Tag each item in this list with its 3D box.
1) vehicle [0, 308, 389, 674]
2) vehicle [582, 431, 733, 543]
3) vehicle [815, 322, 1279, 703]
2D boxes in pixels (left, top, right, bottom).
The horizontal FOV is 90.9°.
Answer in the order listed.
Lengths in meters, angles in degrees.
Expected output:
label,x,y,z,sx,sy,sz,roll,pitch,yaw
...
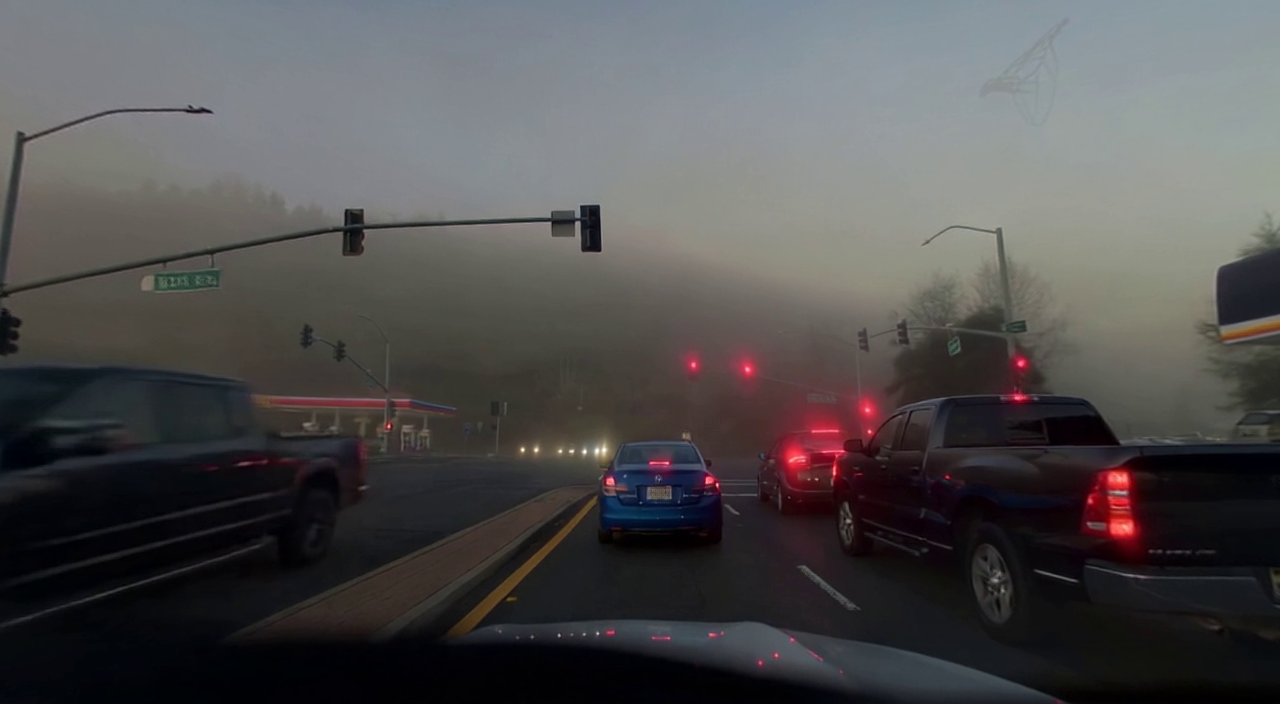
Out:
label,x,y,z,sx,sy,sz,roll,pitch,yaw
vehicle,-4.814,1.027,5.581,2.615,2.031,5.638,2,-8,2
vehicle,0.239,2.118,10.513,2.027,1.494,3.824,0,-8,0
vehicle,3.561,1.242,5.585,2.277,1.871,6.143,0,-8,0
